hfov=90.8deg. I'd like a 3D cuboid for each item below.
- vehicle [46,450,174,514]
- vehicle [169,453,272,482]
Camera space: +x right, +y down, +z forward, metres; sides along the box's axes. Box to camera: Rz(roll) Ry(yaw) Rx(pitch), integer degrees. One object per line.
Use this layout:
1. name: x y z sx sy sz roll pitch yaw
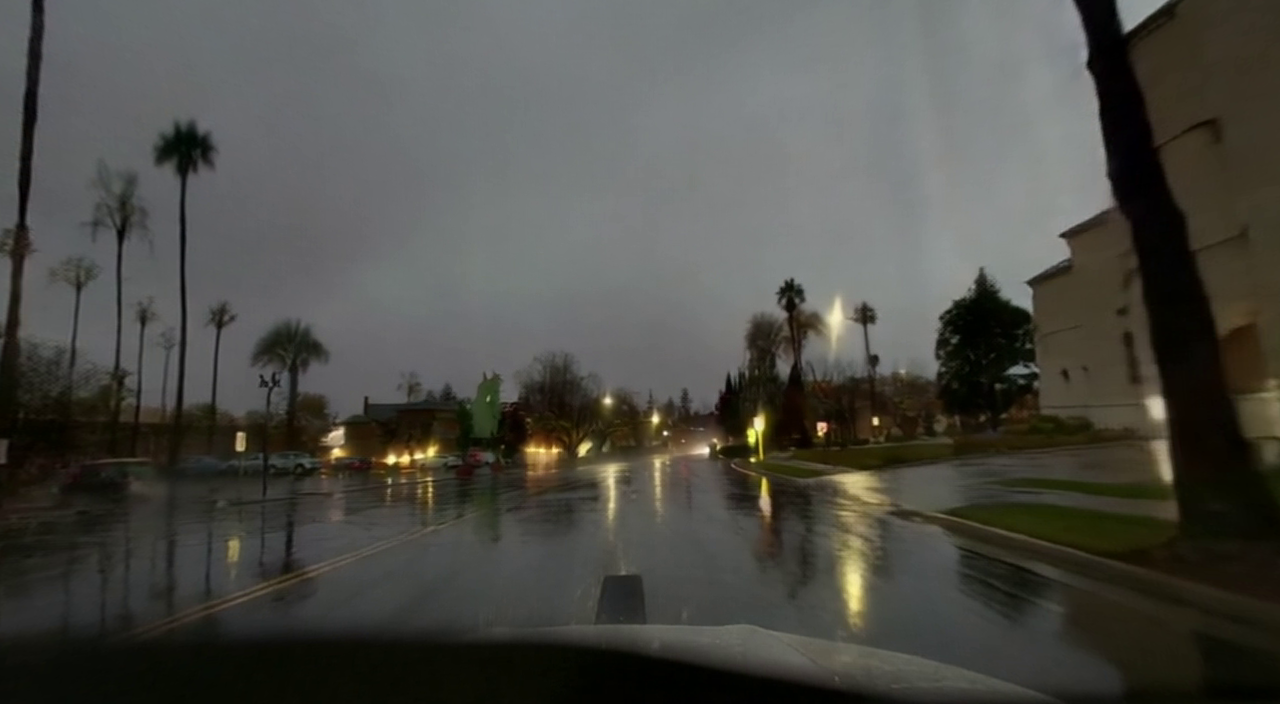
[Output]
1. vehicle: -17.749 4.250 21.107 4.651 1.863 2.174 -7 -11 37
2. vehicle: -27.311 7.513 41.224 5.193 1.830 2.049 0 -9 0
